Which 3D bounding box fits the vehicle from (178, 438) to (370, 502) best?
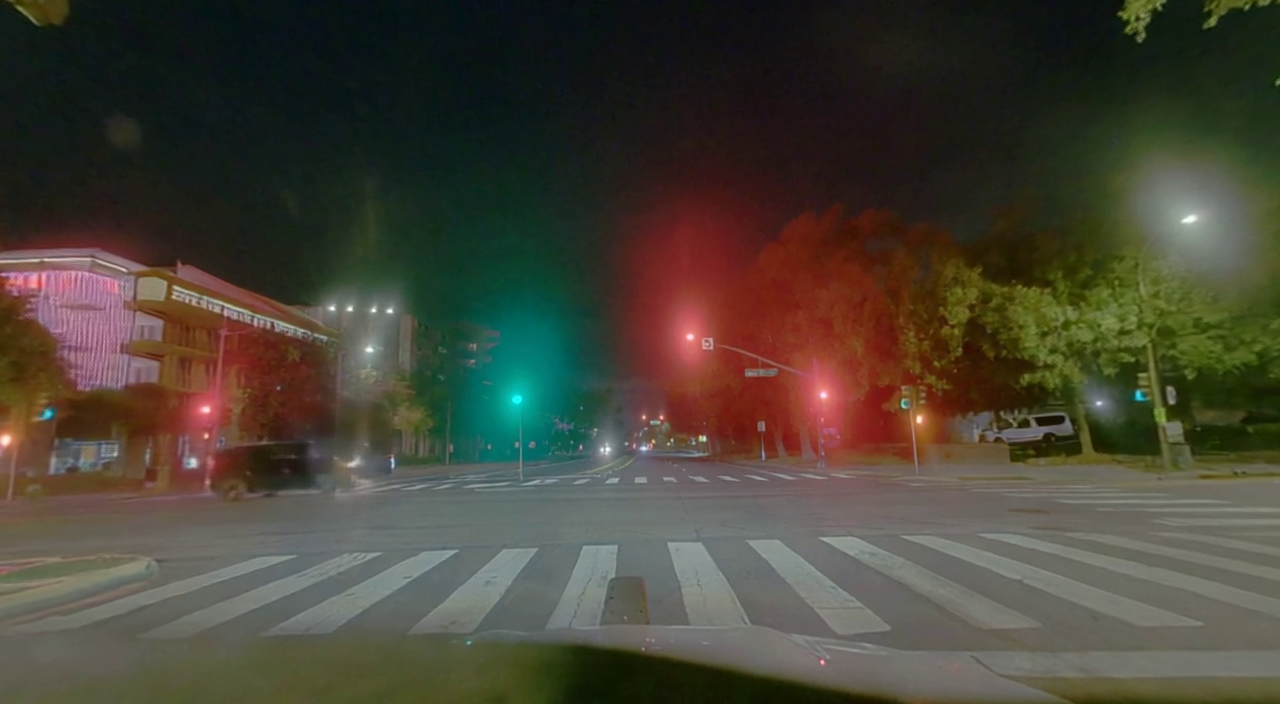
[{"bbox_3d":[-10.522,3.398,18.603,4.569,1.658,2.153,3,-9,-24],"label":"vehicle"}]
